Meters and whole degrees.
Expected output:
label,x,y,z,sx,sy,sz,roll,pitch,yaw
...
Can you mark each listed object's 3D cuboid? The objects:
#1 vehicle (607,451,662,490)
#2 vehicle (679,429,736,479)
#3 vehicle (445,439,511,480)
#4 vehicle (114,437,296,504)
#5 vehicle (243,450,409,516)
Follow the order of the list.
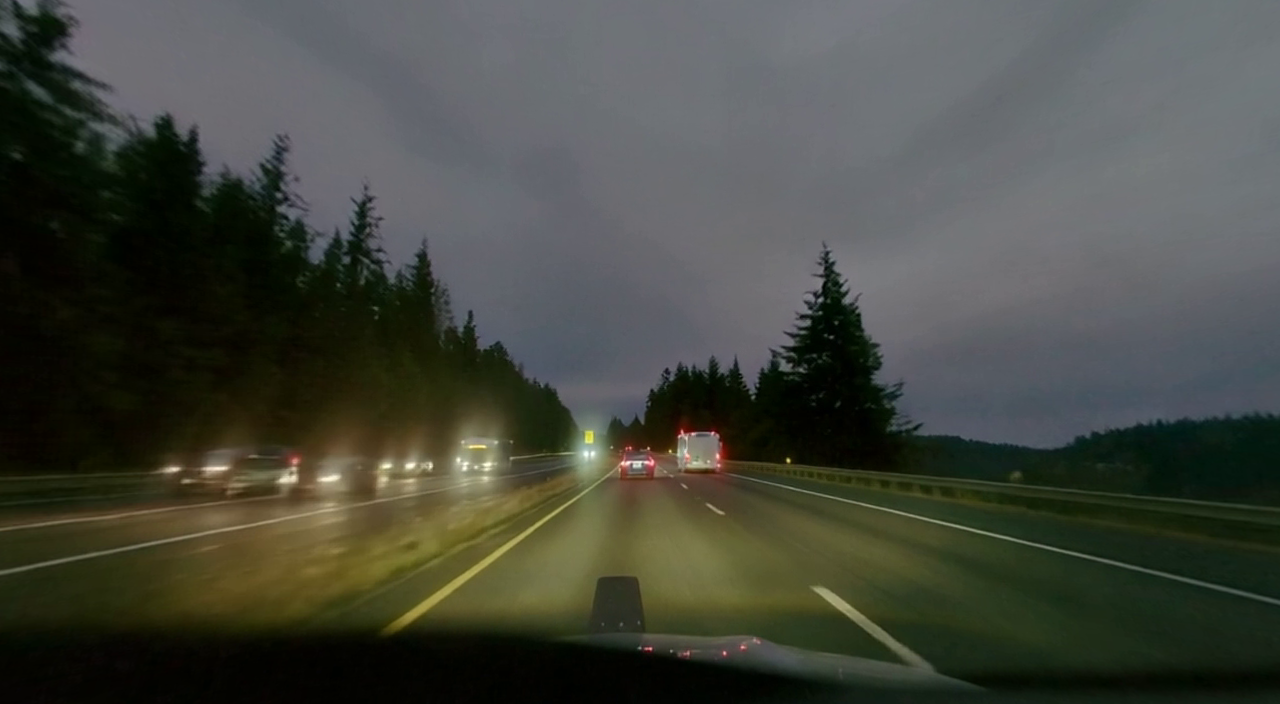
label,x,y,z,sx,sy,sz,roll,pitch,yaw
vehicle,-0.200,4.742,25.580,2.037,1.417,3.885,0,-9,0
vehicle,3.723,5.844,36.235,2.513,2.633,5.930,0,-9,-1
vehicle,-7.918,5.303,31.304,2.023,1.871,4.993,0,-9,-1
vehicle,-11.865,3.251,17.630,2.074,1.614,4.220,0,-9,0
vehicle,-7.593,3.178,15.806,1.970,1.383,4.178,0,-9,0
